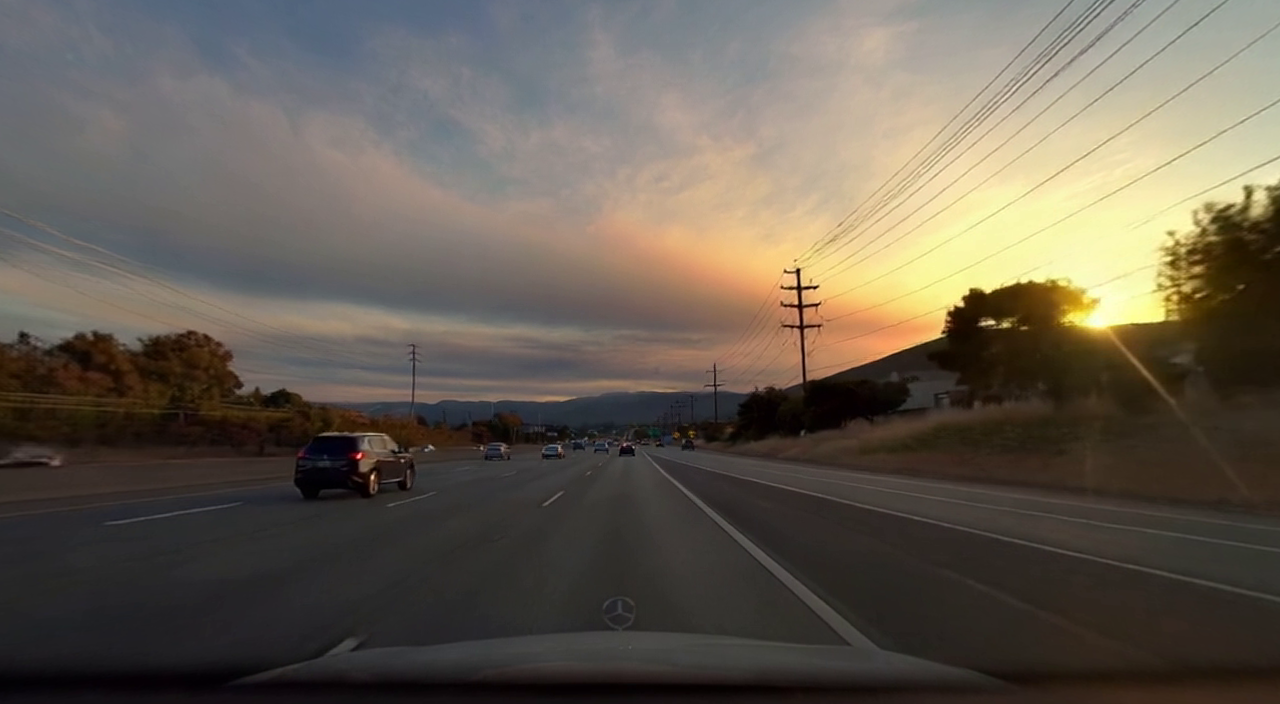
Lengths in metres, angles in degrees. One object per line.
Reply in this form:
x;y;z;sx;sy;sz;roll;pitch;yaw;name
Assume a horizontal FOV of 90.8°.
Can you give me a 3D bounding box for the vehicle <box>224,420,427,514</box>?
-7.023;2.637;15.030;2.115;1.799;5.444;0;-9;-1;vehicle
